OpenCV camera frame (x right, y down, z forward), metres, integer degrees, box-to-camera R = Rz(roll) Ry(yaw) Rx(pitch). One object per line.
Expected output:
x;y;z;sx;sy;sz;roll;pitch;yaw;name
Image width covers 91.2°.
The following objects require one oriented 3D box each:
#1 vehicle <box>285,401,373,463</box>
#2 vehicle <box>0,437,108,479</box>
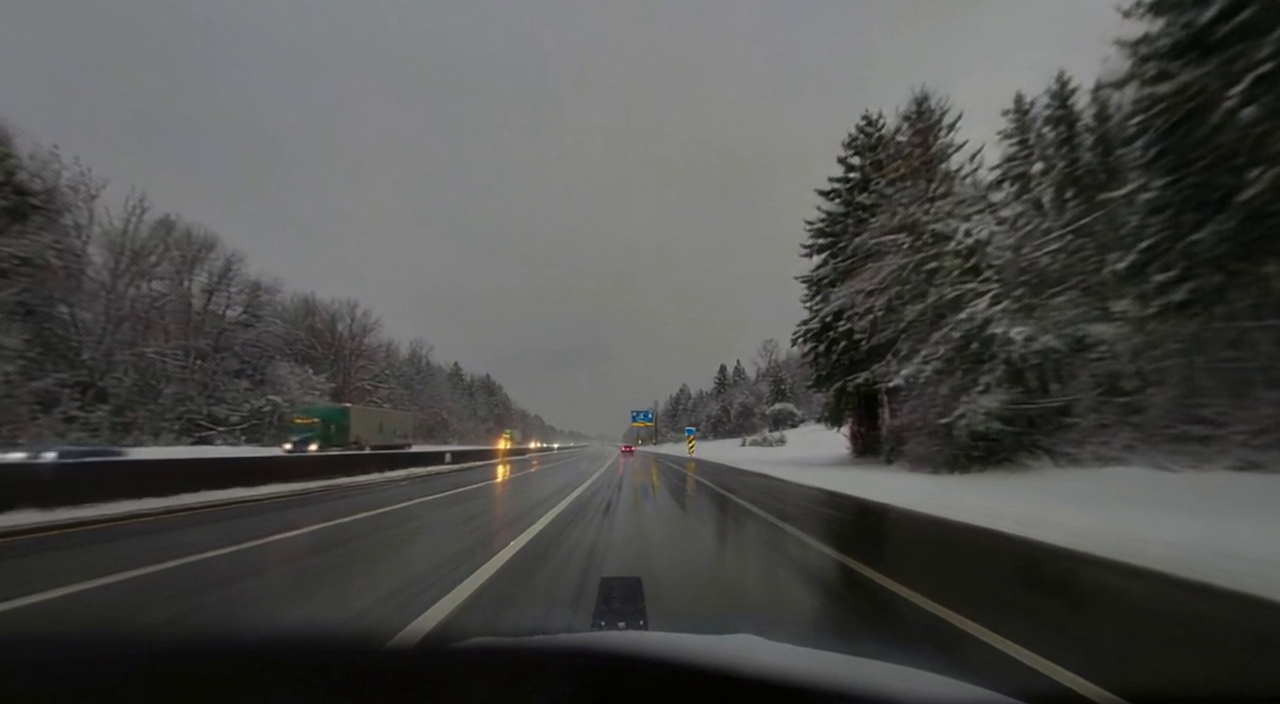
-21.327;5.574;43.475;3.036;3.953;5.859;0;-8;-1;vehicle
-24.122;4.205;25.060;1.808;1.515;4.455;0;-9;0;vehicle
